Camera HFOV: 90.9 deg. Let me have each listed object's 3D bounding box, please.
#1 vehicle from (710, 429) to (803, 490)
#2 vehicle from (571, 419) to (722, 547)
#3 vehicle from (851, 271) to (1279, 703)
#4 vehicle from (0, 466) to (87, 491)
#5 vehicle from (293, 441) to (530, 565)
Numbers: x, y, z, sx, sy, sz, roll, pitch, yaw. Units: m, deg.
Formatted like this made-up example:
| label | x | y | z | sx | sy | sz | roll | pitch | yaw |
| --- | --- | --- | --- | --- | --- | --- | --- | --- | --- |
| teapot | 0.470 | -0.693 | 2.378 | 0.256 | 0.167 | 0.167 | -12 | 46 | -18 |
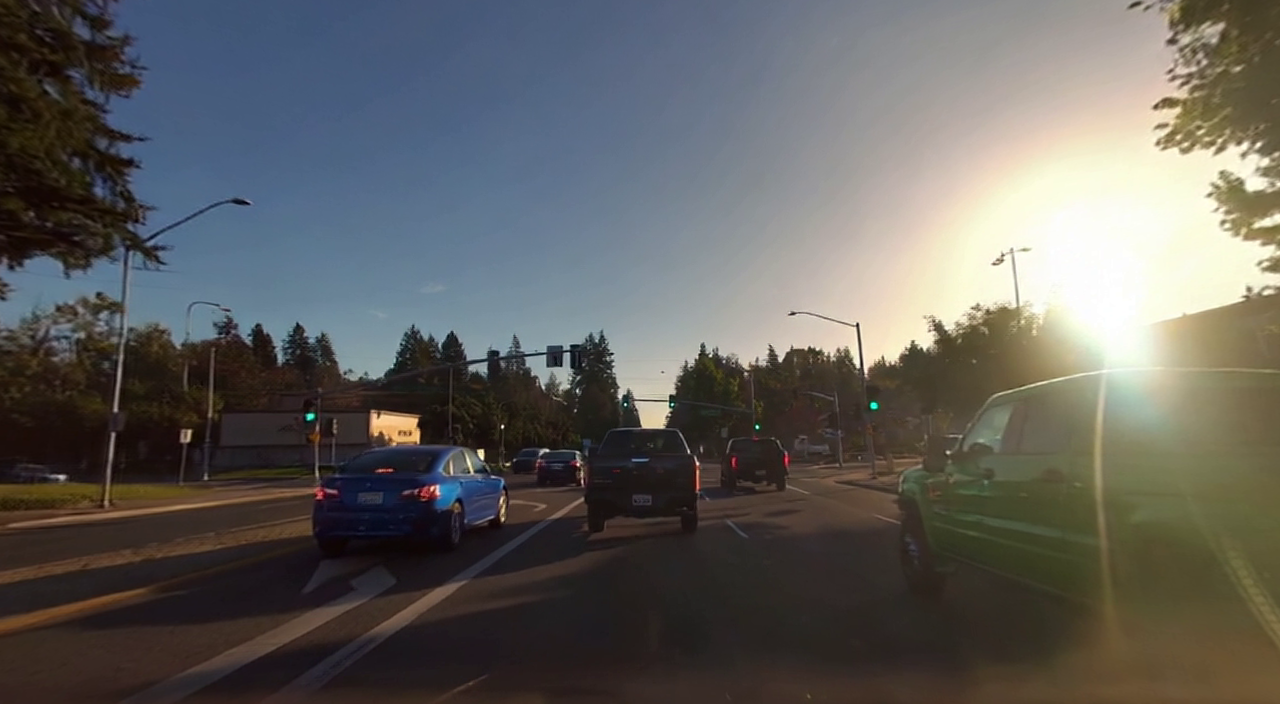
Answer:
| label | x | y | z | sx | sy | sz | roll | pitch | yaw |
| --- | --- | --- | --- | --- | --- | --- | --- | --- | --- |
| vehicle | 3.979 | 3.809 | 22.646 | 2.408 | 1.908 | 5.355 | 0 | -9 | 1 |
| vehicle | 0.119 | 2.133 | 10.853 | 2.113 | 1.768 | 3.901 | 0 | -9 | 1 |
| vehicle | 3.428 | 0.878 | 3.473 | 2.571 | 1.857 | 5.841 | 0 | -9 | 1 |
| vehicle | -40.927 | 8.506 | 42.474 | 5.100 | 1.533 | 2.032 | 1 | -9 | -9 |
| vehicle | -3.182 | 2.176 | 10.030 | 1.909 | 1.476 | 4.751 | 0 | -8 | 1 |
